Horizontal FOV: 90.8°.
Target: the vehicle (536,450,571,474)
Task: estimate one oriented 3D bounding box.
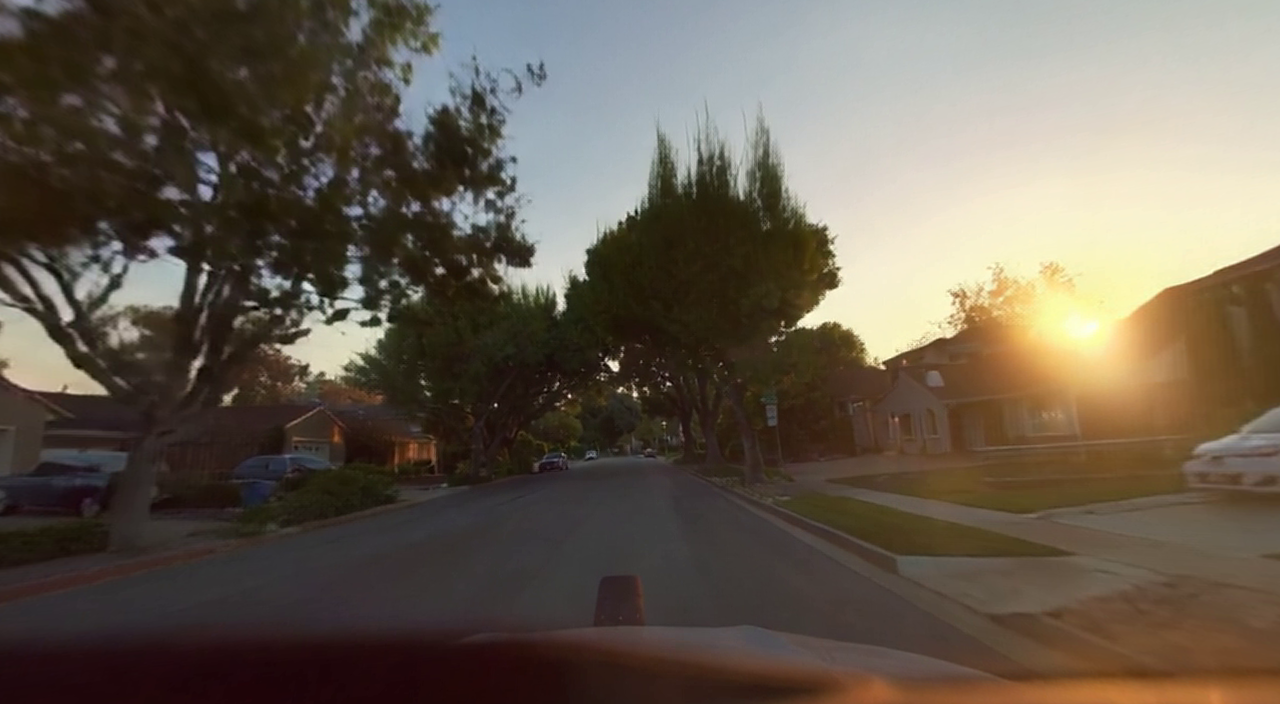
[{"bbox_3d":[-6.690,8.534,49.199,2.078,1.745,5.119,0,-9,-1],"label":"vehicle"}]

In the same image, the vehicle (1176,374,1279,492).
[{"bbox_3d":[11.297,1.047,9.245,4.894,1.616,1.965,-4,-9,2],"label":"vehicle"}]
